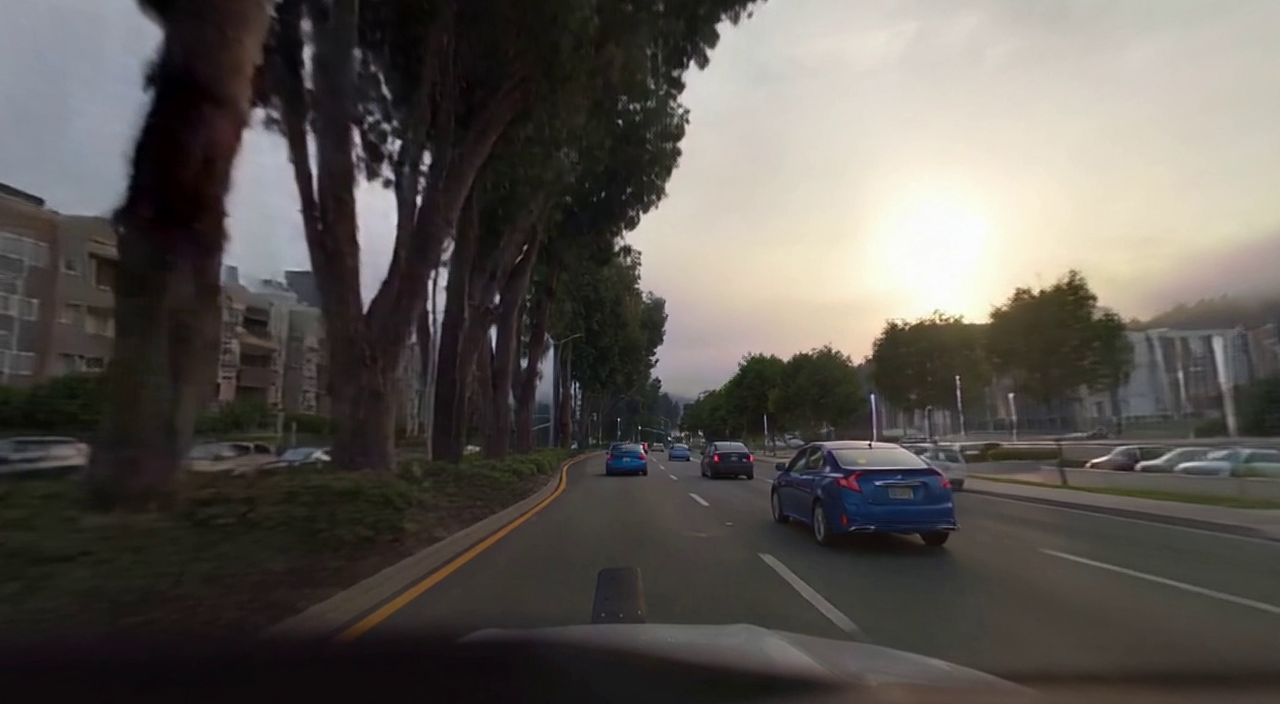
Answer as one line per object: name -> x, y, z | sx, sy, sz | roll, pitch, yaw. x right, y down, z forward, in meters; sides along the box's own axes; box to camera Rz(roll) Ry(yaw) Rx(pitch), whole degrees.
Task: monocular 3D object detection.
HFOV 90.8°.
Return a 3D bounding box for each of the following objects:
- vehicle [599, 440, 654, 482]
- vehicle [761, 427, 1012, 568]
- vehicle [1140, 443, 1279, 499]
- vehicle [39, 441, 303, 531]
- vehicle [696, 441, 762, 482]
vehicle -> -0.496, 4.202, 24.566 | 1.994, 1.479, 3.647 | 0, -9, -1
vehicle -> 3.043, 1.861, 8.798 | 1.852, 1.498, 3.825 | 0, -9, -1
vehicle -> 17.273, 3.449, 18.708 | 4.247, 1.487, 2.076 | 4, -10, -26
vehicle -> -9.038, 2.583, 12.813 | 1.943, 1.483, 4.439 | 0, -9, 0
vehicle -> 3.424, 4.305, 25.095 | 1.908, 1.453, 4.230 | 0, -9, -1
